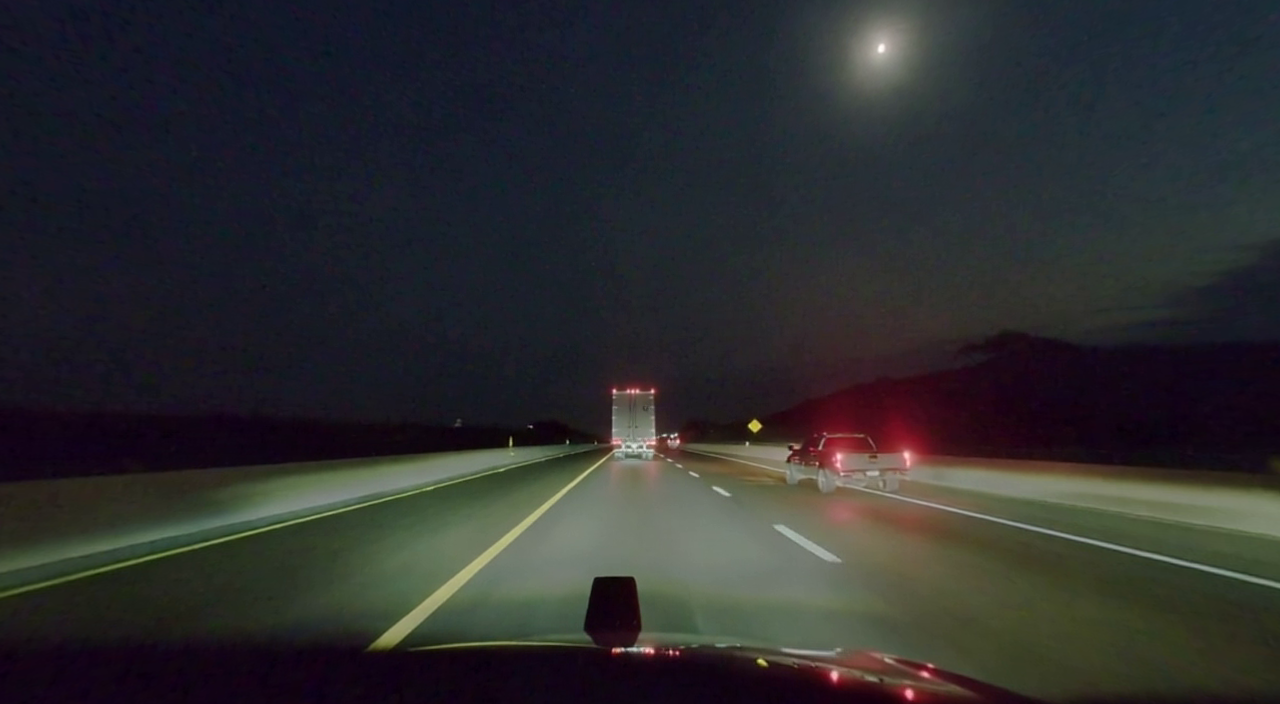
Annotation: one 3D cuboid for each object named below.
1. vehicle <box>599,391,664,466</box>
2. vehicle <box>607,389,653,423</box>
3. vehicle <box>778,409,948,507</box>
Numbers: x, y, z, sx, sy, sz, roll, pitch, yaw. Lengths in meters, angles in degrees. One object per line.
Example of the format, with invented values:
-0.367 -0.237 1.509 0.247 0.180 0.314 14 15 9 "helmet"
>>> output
-0.668 4.288 35.687 2.953 3.406 13.372 1 -7 -2 "vehicle"
-0.493 2.755 31.240 2.112 1.472 4.240 0 -8 -1 "vehicle"
4.729 2.310 14.247 2.091 1.829 4.625 0 -8 -1 "vehicle"
